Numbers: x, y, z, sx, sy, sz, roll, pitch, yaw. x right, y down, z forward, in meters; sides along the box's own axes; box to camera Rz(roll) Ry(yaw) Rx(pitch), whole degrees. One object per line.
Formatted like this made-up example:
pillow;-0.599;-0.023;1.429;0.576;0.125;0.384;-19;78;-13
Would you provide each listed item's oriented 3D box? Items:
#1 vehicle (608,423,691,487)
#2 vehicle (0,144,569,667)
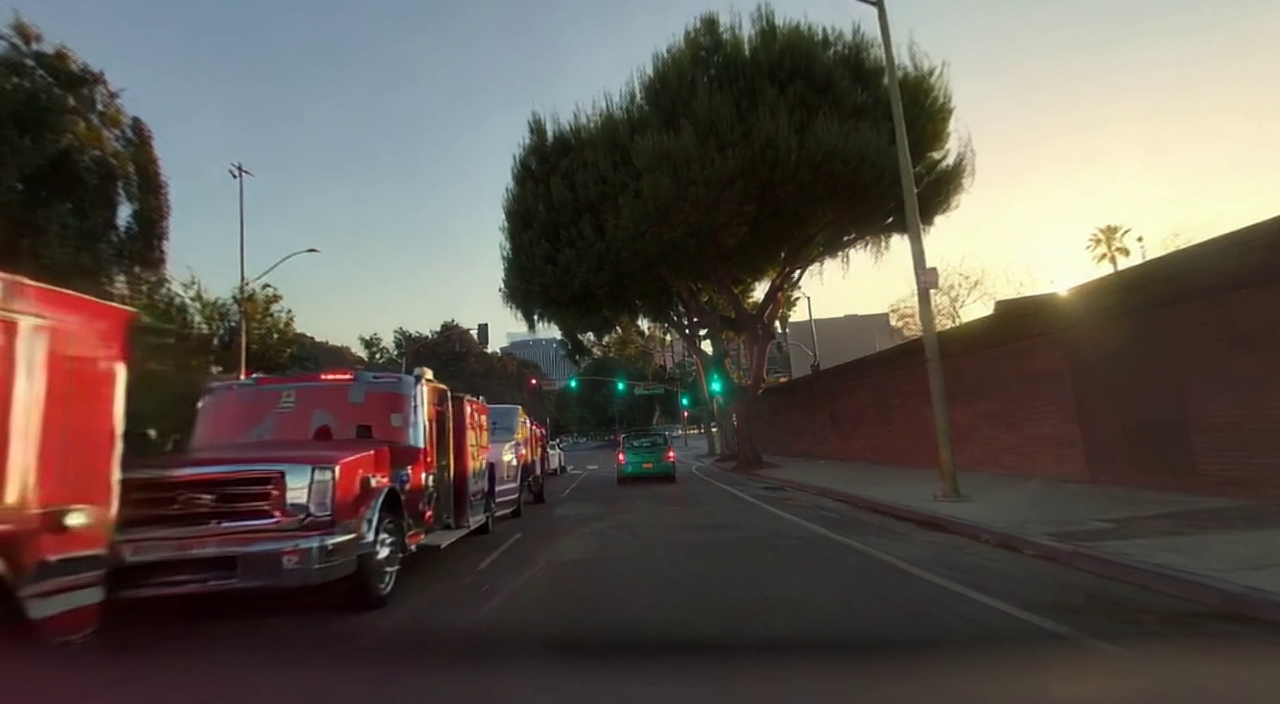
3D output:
vehicle;0.151;3.341;20.877;2.332;1.831;4.930;0;-8;-4
vehicle;-3.599;1.186;10.756;3.631;3.655;12.773;0;-8;-1
